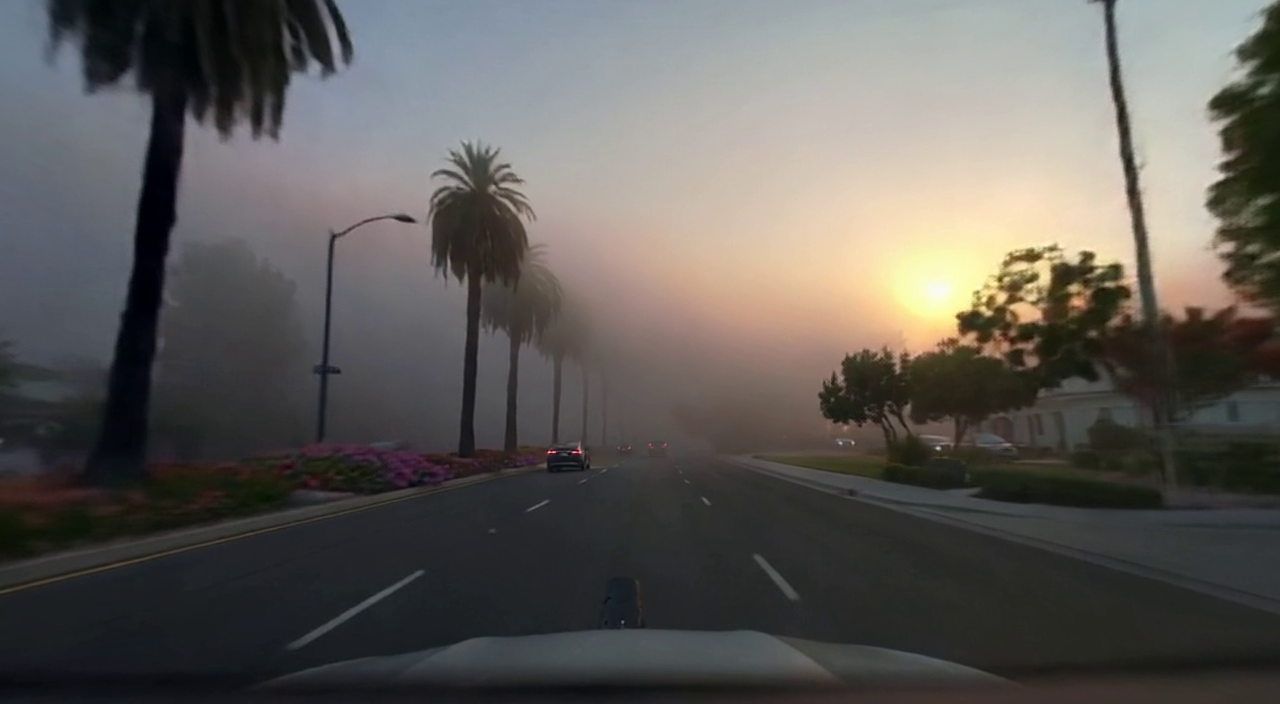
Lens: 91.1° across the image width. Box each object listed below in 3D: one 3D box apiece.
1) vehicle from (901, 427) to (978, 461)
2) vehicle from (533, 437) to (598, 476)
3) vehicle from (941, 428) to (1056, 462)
[{"bbox_3d":[21.201,6.548,44.760,2.624,2.088,5.064,-3,-8,-5],"label":"vehicle"},{"bbox_3d":[-3.029,4.363,26.475,2.036,1.478,4.508,0,-8,2],"label":"vehicle"},{"bbox_3d":[22.008,5.770,38.943,2.426,1.902,6.126,2,-9,-15],"label":"vehicle"}]
